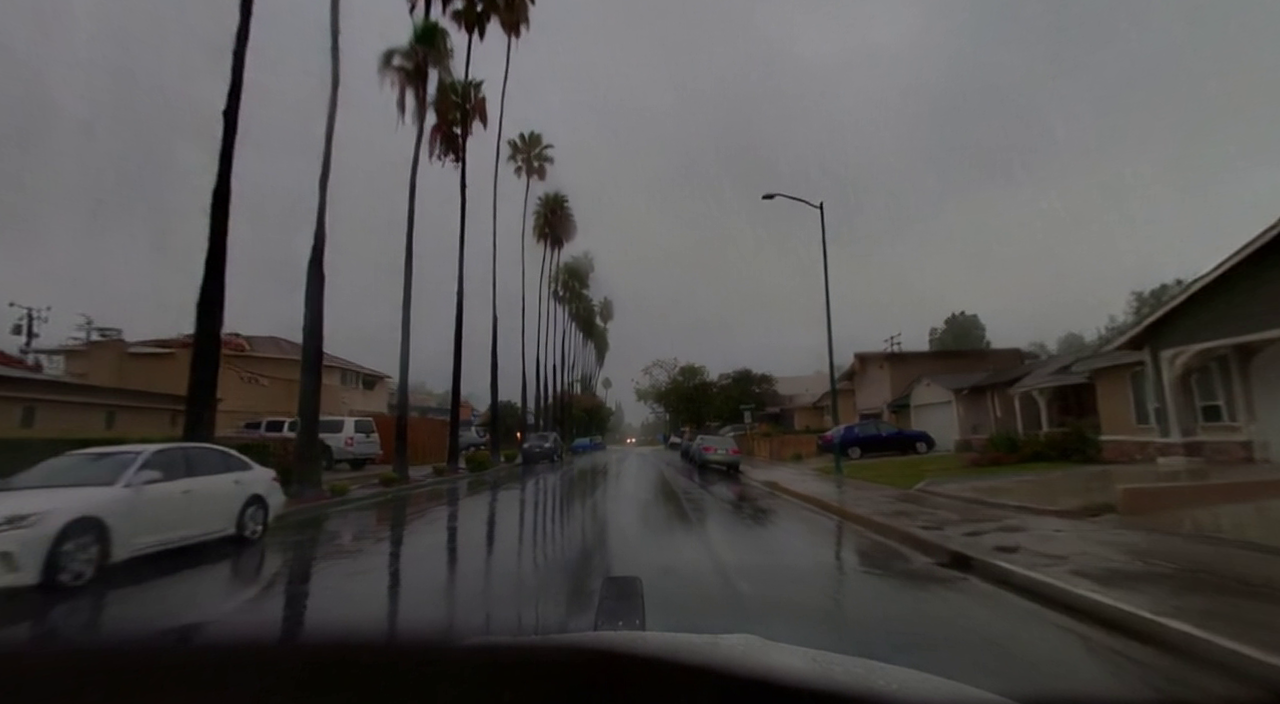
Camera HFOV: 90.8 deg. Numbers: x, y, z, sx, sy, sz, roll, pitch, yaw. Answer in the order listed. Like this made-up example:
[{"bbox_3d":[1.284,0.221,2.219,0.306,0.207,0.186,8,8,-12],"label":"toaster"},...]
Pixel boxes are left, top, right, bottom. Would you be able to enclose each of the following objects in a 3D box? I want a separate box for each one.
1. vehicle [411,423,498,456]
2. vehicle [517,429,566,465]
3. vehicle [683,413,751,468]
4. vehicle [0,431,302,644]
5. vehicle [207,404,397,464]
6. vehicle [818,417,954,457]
[{"bbox_3d":[-11.952,5.668,41.021,4.991,1.947,2.329,-1,-8,-2],"label":"vehicle"},{"bbox_3d":[-5.393,5.226,35.305,2.147,1.823,4.725,-1,-7,-2],"label":"vehicle"},{"bbox_3d":[3.053,3.718,26.433,2.184,2.038,6.212,0,-8,1],"label":"vehicle"},{"bbox_3d":[-5.609,1.582,6.432,1.949,1.511,4.466,0,-7,-1],"label":"vehicle"},{"bbox_3d":[-11.773,2.919,22.375,5.340,1.948,2.398,0,-8,0],"label":"vehicle"},{"bbox_3d":[9.713,3.395,25.239,4.643,1.520,1.826,-1,-8,2],"label":"vehicle"}]
